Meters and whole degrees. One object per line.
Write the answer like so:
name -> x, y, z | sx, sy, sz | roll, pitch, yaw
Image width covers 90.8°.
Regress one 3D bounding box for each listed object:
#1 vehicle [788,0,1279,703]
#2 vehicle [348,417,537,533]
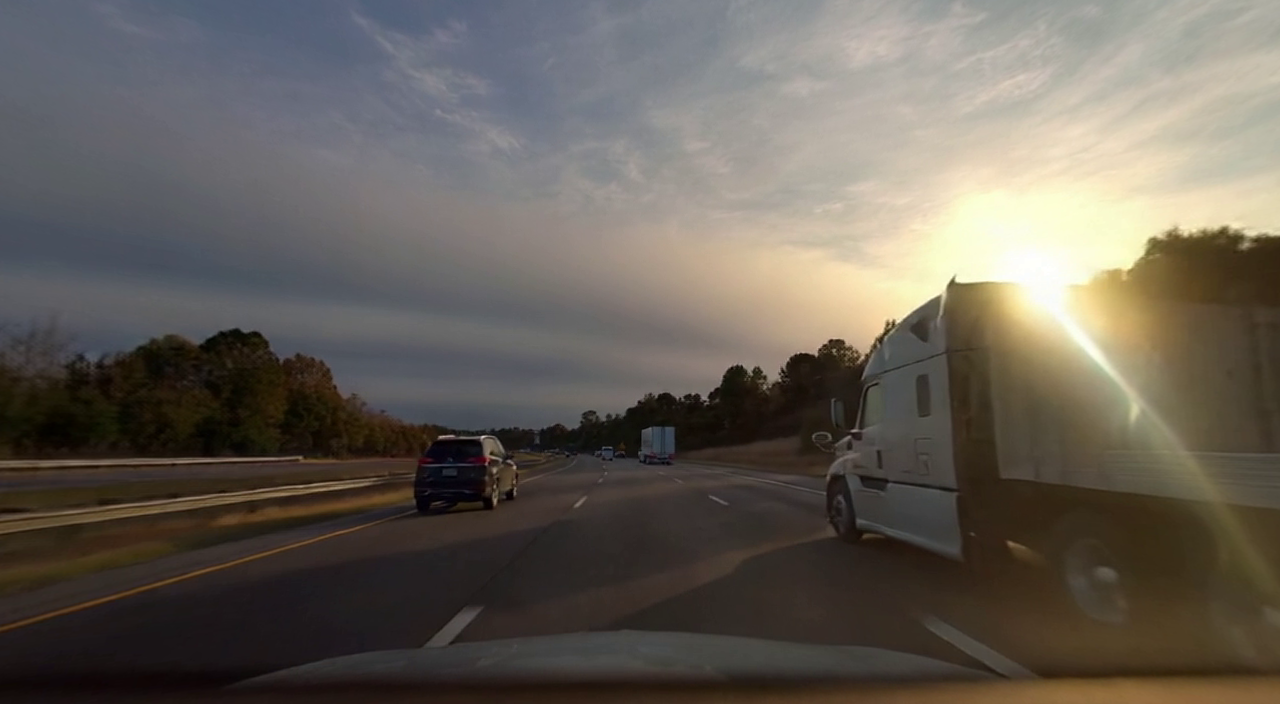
vehicle -> 4.286, 0.379, 6.397 | 2.958, 3.990, 10.216 | 0, -9, 0
vehicle -> -3.753, 2.476, 13.220 | 2.337, 1.942, 4.984 | 0, -9, 0
